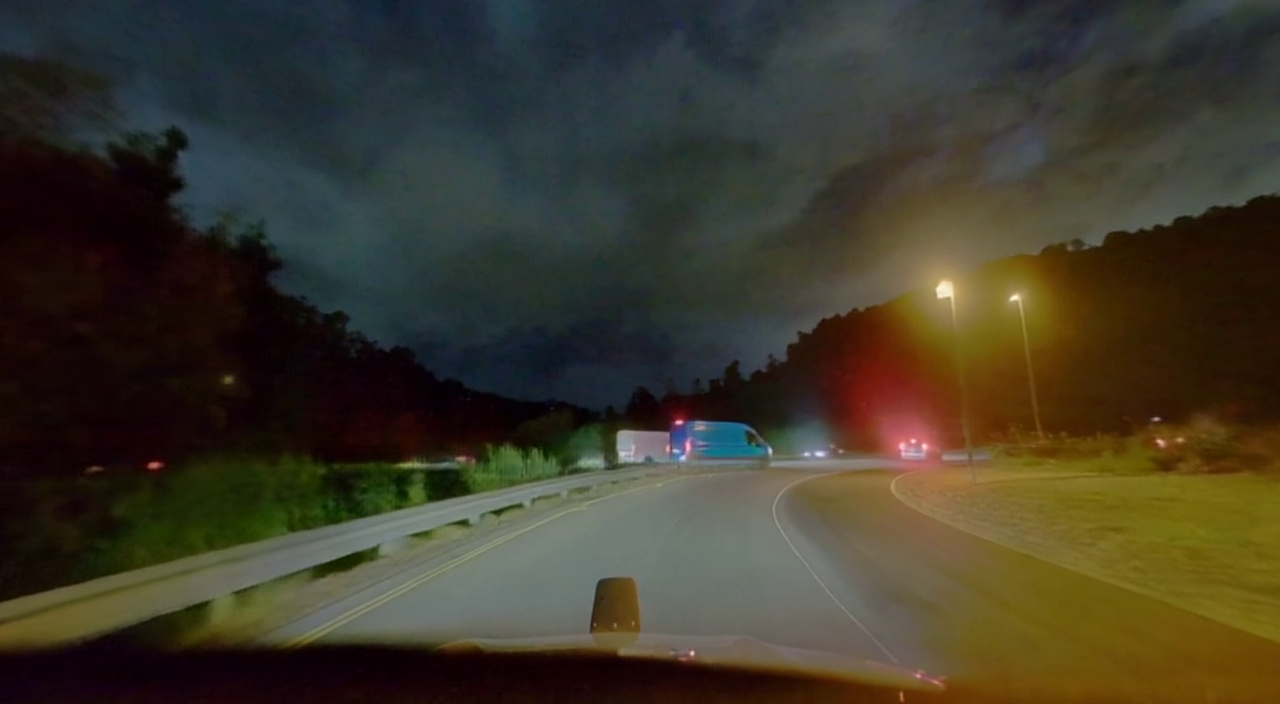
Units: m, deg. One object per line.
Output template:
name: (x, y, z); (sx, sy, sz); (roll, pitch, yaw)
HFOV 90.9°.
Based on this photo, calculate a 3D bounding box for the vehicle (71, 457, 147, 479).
vehicle: (-36.903, 8.052, 43.908); (3.700, 1.388, 1.788); (4, -9, -29)

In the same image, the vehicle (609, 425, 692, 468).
vehicle: (0.679, 5.915, 39.623); (4.784, 2.535, 2.203); (5, -9, -31)

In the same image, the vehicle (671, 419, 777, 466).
vehicle: (5.754, 6.080, 42.730); (7.155, 2.942, 2.420); (5, -9, -31)
